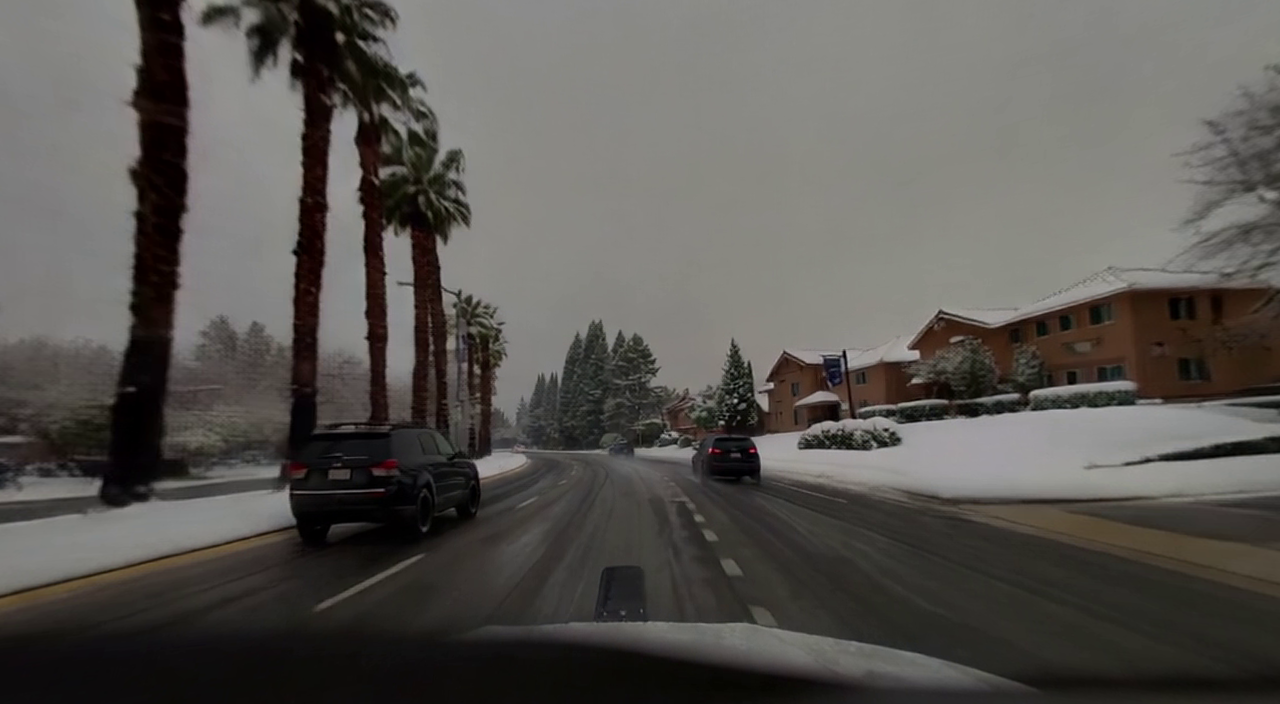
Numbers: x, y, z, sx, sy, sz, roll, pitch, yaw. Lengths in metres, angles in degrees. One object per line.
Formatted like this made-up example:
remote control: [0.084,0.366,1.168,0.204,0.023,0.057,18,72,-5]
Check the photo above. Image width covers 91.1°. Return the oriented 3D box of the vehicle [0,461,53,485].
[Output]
vehicle: [-37.702,7.231,37.565,3.430,1.341,1.611,-1,-9,-2]

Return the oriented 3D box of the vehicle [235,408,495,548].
vehicle: [-4.070,1.967,10.488,2.150,1.768,4.868,0,-9,0]

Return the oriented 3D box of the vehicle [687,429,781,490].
vehicle: [3.001,3.574,21.215,2.195,1.804,4.658,1,-9,-3]

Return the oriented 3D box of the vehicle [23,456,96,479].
vehicle: [-39.422,7.843,42.686,3.285,1.351,1.575,-1,-9,-7]
